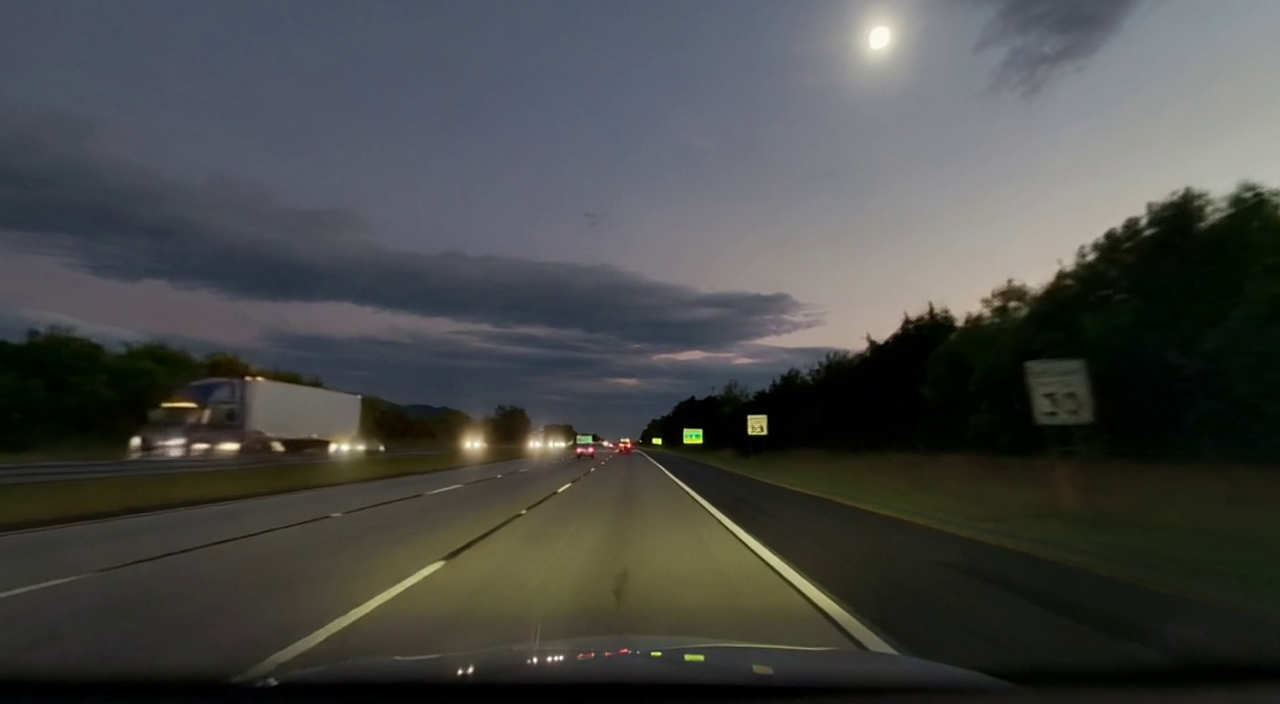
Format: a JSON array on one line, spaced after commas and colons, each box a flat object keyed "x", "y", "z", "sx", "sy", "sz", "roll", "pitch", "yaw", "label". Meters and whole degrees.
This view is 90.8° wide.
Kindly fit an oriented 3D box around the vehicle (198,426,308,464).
[{"x": -16.384, "y": 3.999, "z": 27.033, "sx": 1.890, "sy": 1.485, "sz": 4.491, "roll": 0, "pitch": -9, "yaw": -1, "label": "vehicle"}]

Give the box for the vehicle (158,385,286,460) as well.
[{"x": -23.807, "y": 4.209, "z": 36.464, "sx": 3.000, "sy": 3.916, "sz": 6.299, "roll": 0, "pitch": -9, "yaw": -1, "label": "vehicle"}]

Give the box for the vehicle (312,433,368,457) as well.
[{"x": -19.973, "y": 6.238, "z": 42.155, "sx": 1.881, "sy": 1.480, "sz": 3.938, "roll": 0, "pitch": -9, "yaw": -1, "label": "vehicle"}]
